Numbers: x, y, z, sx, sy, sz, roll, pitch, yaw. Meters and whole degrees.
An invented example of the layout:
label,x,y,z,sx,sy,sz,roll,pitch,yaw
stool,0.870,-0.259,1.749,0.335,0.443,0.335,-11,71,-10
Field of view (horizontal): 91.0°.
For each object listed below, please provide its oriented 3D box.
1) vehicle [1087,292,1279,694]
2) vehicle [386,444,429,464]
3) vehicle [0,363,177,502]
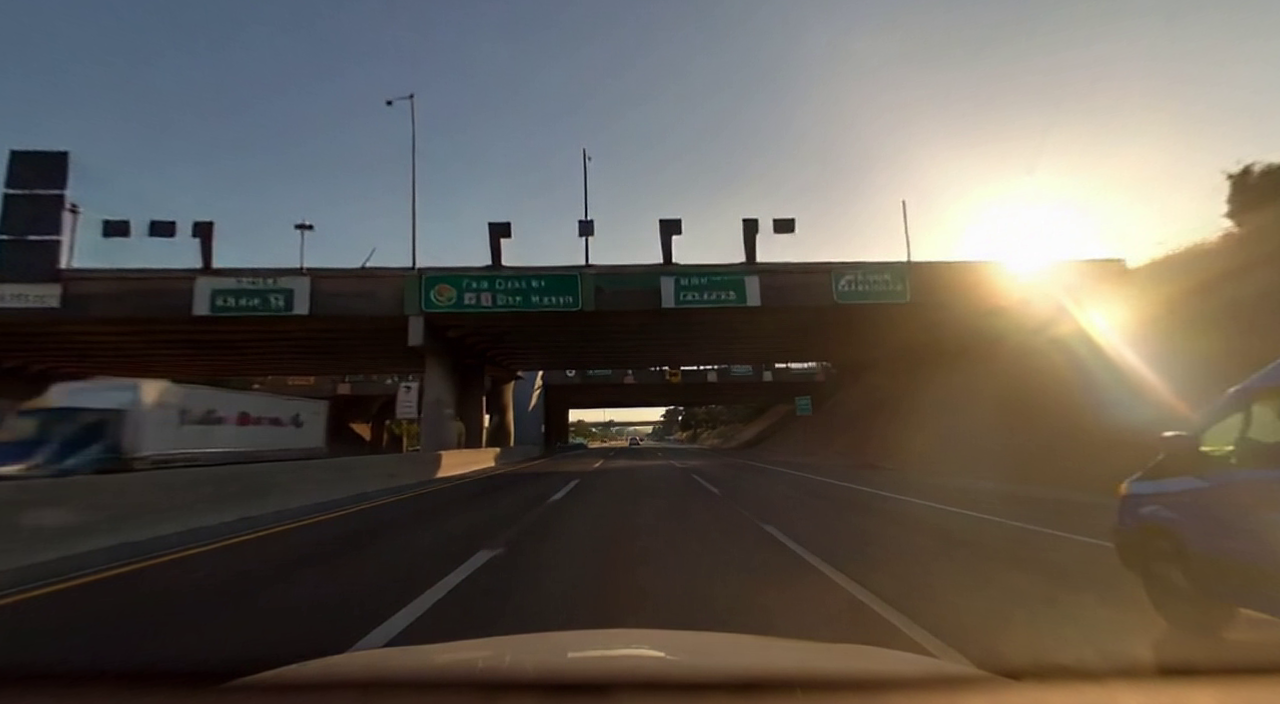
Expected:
label,x,y,z,sx,sy,sz,roll,pitch,yaw
vehicle,4.308,0.547,2.071,2.161,2.002,4.631,0,-8,-1
vehicle,-18.361,8.061,49.879,1.911,1.468,4.258,0,-8,-2
vehicle,-19.155,2.678,20.831,3.000,3.921,5.758,-1,-8,1
